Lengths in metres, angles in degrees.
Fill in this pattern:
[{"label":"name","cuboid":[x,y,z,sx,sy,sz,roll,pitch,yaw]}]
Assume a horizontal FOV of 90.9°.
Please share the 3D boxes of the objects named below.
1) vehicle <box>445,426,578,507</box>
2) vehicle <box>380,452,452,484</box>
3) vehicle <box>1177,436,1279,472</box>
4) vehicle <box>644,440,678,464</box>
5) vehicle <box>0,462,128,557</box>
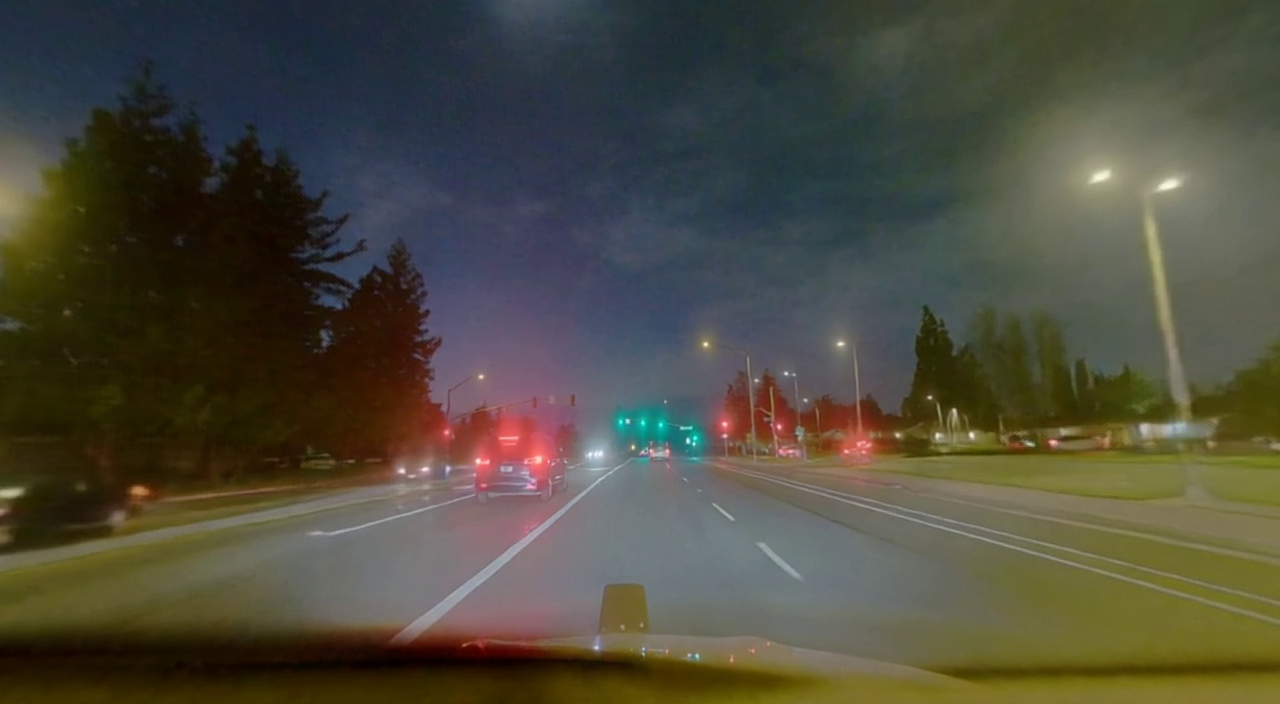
[{"label":"vehicle","cuboid":[-3.250,3.058,17.371,2.459,1.825,5.380,-1,-8,1]},{"label":"vehicle","cuboid":[-11.606,6.009,33.019,1.915,1.493,4.782,-1,-8,1]},{"label":"vehicle","cuboid":[29.079,4.899,30.622,1.849,1.466,4.449,-5,-8,-1]},{"label":"vehicle","cuboid":[1.580,7.885,49.865,2.437,1.737,4.420,0,-8,-2]},{"label":"vehicle","cuboid":[-11.722,2.736,10.867,1.952,1.500,4.543,-1,-8,0]}]
